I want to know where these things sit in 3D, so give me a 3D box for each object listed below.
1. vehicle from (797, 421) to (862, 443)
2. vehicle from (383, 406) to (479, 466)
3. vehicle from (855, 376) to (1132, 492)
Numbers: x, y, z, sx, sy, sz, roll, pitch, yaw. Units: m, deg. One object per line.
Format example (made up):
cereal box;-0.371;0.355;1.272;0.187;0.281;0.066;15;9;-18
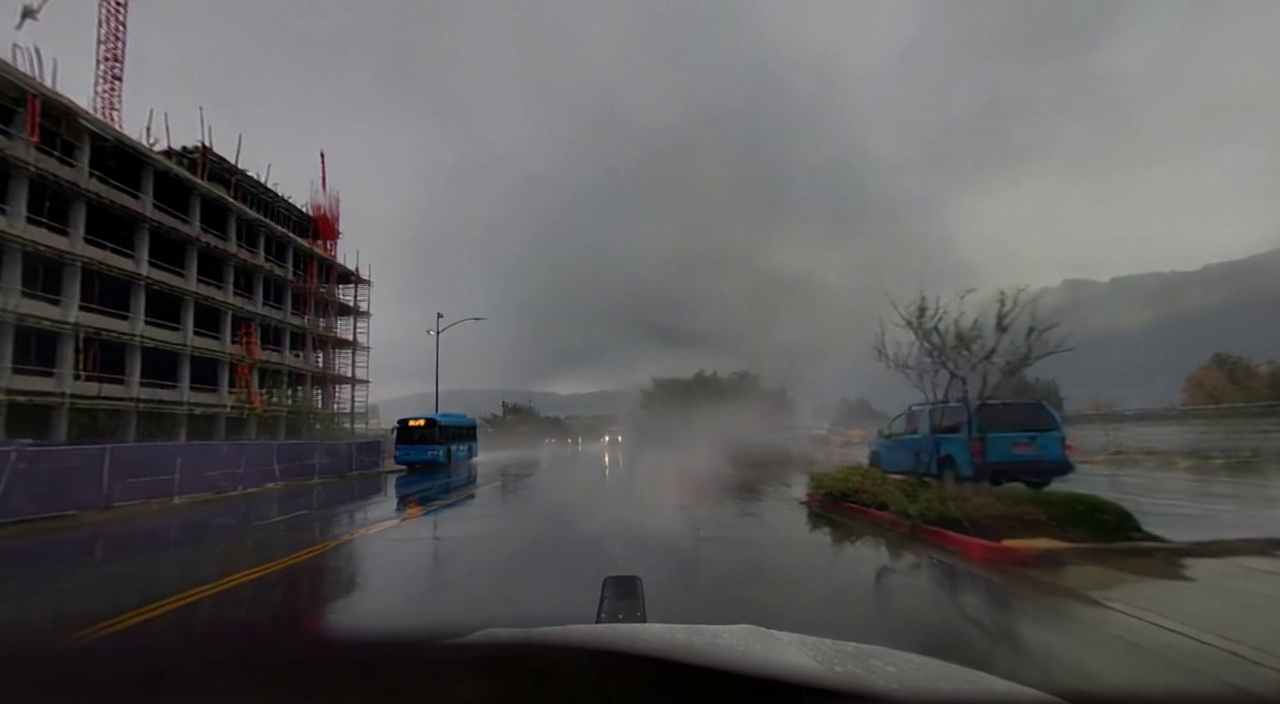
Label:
vehicle;13.070;5.563;43.698;3.897;1.470;1.829;0;-8;-2
vehicle;-10.810;4.411;33.366;2.979;2.803;5.962;-1;-7;0
vehicle;6.870;1.775;13.418;2.267;1.911;5.816;0;-8;-3
